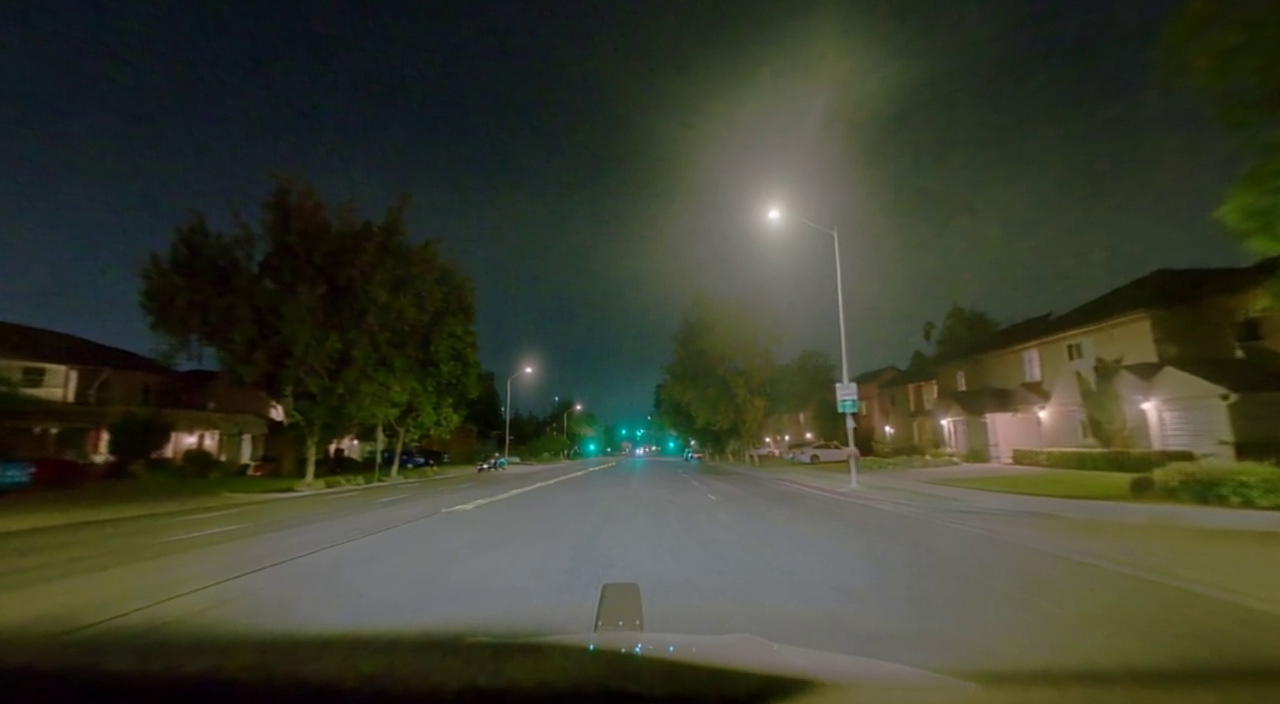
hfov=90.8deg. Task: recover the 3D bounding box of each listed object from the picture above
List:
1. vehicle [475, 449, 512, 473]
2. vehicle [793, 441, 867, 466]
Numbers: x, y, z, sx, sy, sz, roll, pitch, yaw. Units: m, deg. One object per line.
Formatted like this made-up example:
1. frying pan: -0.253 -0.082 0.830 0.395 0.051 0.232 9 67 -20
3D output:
1. vehicle: -11.466 8.601 49.808 2.020 1.691 4.308 -1 -10 -2
2. vehicle: 13.932 7.475 46.546 4.775 1.524 1.983 -4 -9 3
